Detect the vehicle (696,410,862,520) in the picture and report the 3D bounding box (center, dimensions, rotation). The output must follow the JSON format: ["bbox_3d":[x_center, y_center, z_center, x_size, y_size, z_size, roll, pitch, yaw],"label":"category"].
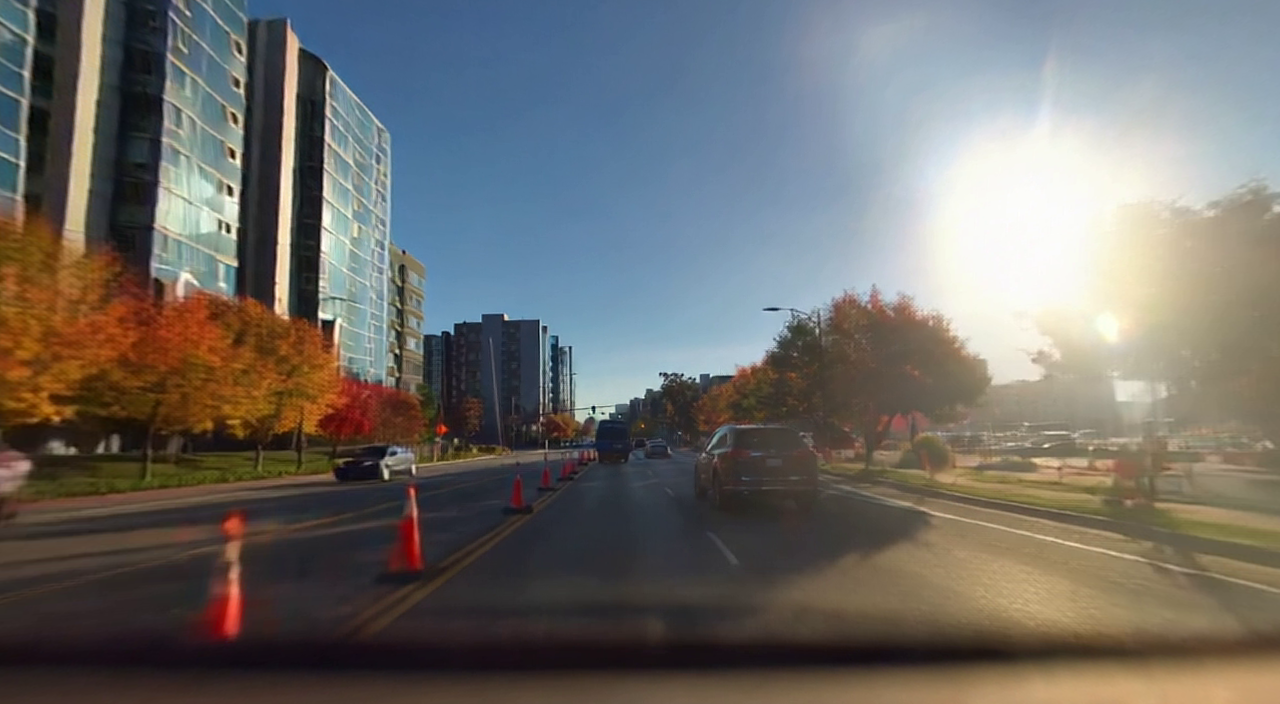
[{"bbox_3d":[2.590,2.307,13.369,2.120,1.828,5.531,0,-8,-2],"label":"vehicle"}]

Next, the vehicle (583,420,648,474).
[{"bbox_3d":[-1.173,4.563,30.255,2.762,2.309,6.723,0,-8,-2],"label":"vehicle"}]

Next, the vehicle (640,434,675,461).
[{"bbox_3d":[1.230,7.131,46.911,2.187,1.835,5.471,1,-8,-3],"label":"vehicle"}]

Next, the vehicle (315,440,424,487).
[{"bbox_3d":[-9.639,3.992,22.820,1.997,1.512,4.322,0,-8,0],"label":"vehicle"}]
